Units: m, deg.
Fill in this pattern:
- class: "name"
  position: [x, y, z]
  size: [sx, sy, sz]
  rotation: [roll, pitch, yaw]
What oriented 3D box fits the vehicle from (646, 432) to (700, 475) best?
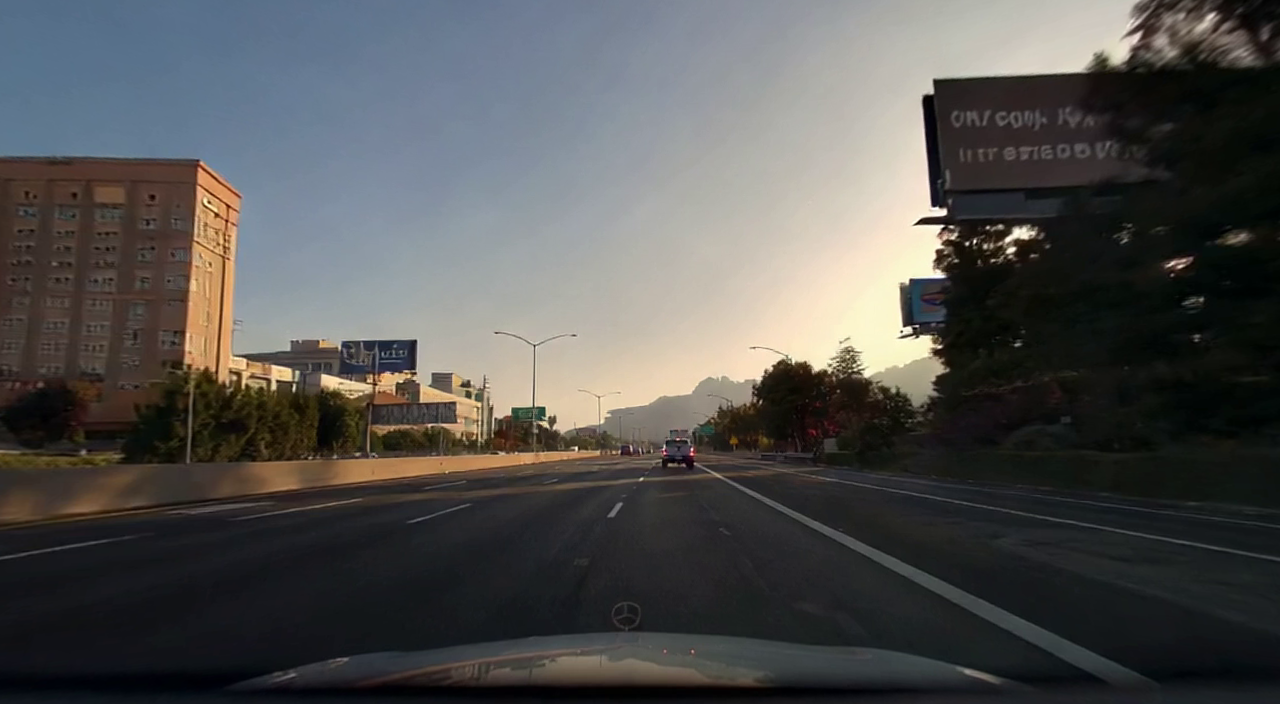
- class: "vehicle"
  position: [1.830, 5.661, 35.202]
  size: [2.740, 2.157, 6.300]
  rotation: [-1, -9, 3]
